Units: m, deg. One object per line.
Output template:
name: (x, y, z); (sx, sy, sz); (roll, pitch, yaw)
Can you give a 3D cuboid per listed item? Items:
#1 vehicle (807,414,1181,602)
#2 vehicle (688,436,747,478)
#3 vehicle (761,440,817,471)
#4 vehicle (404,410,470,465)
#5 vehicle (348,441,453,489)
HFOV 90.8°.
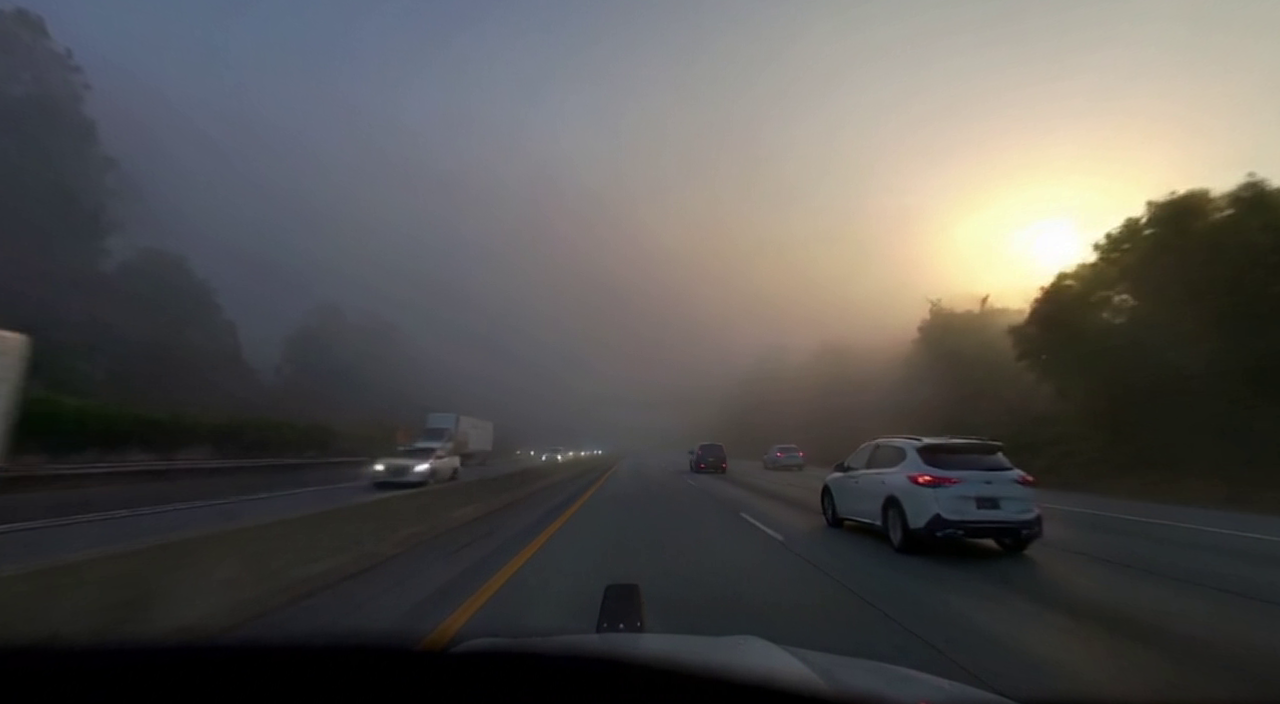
vehicle: (3.605, 1.661, 7.570); (2.023, 1.603, 4.159); (0, -9, 0)
vehicle: (3.509, 4.874, 29.473); (2.070, 1.751, 4.576); (0, -9, -1)
vehicle: (8.470, 5.950, 36.333); (2.018, 1.636, 4.510); (0, -9, -1)
vehicle: (-15.596, 6.693, 48.969); (3.045, 3.960, 5.980); (0, -9, -1)
vehicle: (-8.047, 3.835, 21.740); (1.889, 1.476, 4.488); (0, -9, 0)
